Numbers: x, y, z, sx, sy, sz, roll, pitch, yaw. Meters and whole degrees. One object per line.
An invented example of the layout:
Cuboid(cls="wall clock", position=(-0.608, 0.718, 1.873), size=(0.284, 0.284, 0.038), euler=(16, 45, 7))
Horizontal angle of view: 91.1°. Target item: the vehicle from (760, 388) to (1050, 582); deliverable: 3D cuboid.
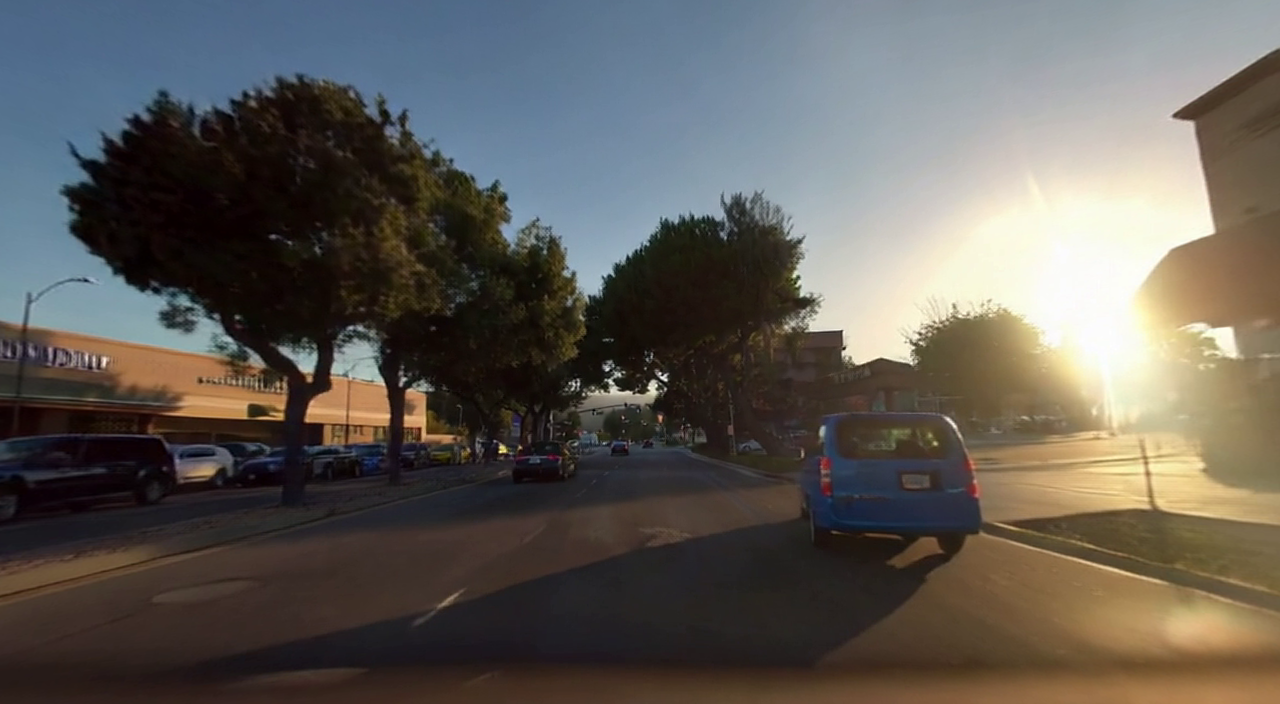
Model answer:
Cuboid(cls="vehicle", position=(2.898, 1.575, 8.218), size=(2.293, 1.779, 4.457), euler=(-1, -8, 7))

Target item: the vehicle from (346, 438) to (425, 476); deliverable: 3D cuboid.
Cuboid(cls="vehicle", position=(-11.677, 4.834, 29.087), size=(1.852, 1.621, 4.166), euler=(0, -8, 1))

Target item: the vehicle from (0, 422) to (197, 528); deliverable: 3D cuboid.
Cuboid(cls="vehicle", position=(-11.997, 2.438, 12.922), size=(2.117, 1.787, 4.917), euler=(0, -8, 0))

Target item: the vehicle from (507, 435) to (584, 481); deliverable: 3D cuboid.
Cuboid(cls="vehicle", position=(-3.283, 3.779, 22.618), size=(1.966, 1.481, 4.385), euler=(0, -8, 2))

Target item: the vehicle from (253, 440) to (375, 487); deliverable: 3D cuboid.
Cuboid(cls="vehicle", position=(-11.576, 3.966, 22.686), size=(1.959, 1.488, 4.390), euler=(0, -8, 1))

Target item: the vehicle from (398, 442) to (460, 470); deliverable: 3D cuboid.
Cuboid(cls="vehicle", position=(-11.788, 5.809, 35.357), size=(1.948, 1.453, 4.431), euler=(0, -8, 0))
